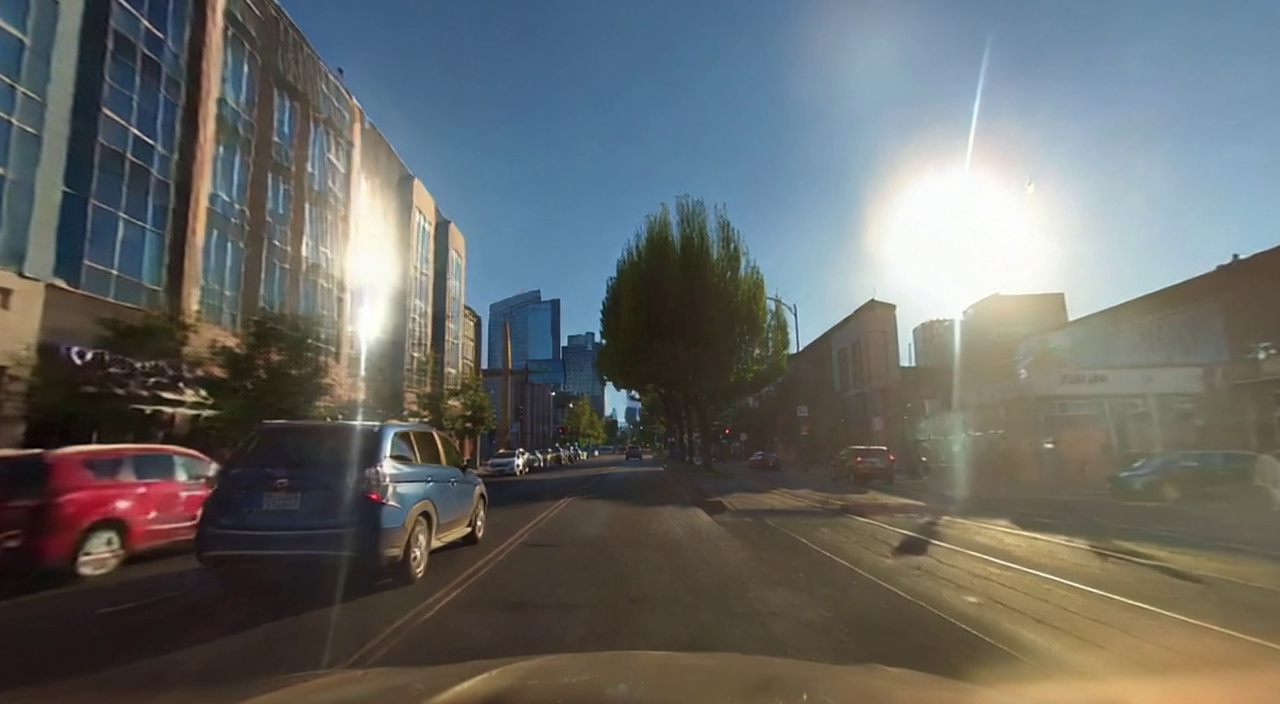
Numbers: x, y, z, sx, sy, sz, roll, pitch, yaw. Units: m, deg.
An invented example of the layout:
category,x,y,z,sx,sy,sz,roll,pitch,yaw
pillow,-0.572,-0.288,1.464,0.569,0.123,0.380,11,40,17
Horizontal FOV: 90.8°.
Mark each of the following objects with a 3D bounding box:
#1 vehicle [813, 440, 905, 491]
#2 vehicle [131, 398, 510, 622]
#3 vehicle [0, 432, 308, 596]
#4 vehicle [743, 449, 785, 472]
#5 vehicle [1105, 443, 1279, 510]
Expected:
category,x,y,z,sx,sy,sz,roll,pitch,yaw
vehicle,9.300,4.828,27.432,2.129,1.929,5.537,0,-8,1
vehicle,-2.992,1.571,7.262,2.002,1.756,4.366,0,-8,1
vehicle,-6.868,1.975,8.720,2.095,1.641,4.484,0,-8,0
vehicle,8.818,7.743,45.297,1.954,1.478,4.625,0,-8,-2
vehicle,17.148,3.681,18.942,4.693,1.827,2.098,1,-9,0
